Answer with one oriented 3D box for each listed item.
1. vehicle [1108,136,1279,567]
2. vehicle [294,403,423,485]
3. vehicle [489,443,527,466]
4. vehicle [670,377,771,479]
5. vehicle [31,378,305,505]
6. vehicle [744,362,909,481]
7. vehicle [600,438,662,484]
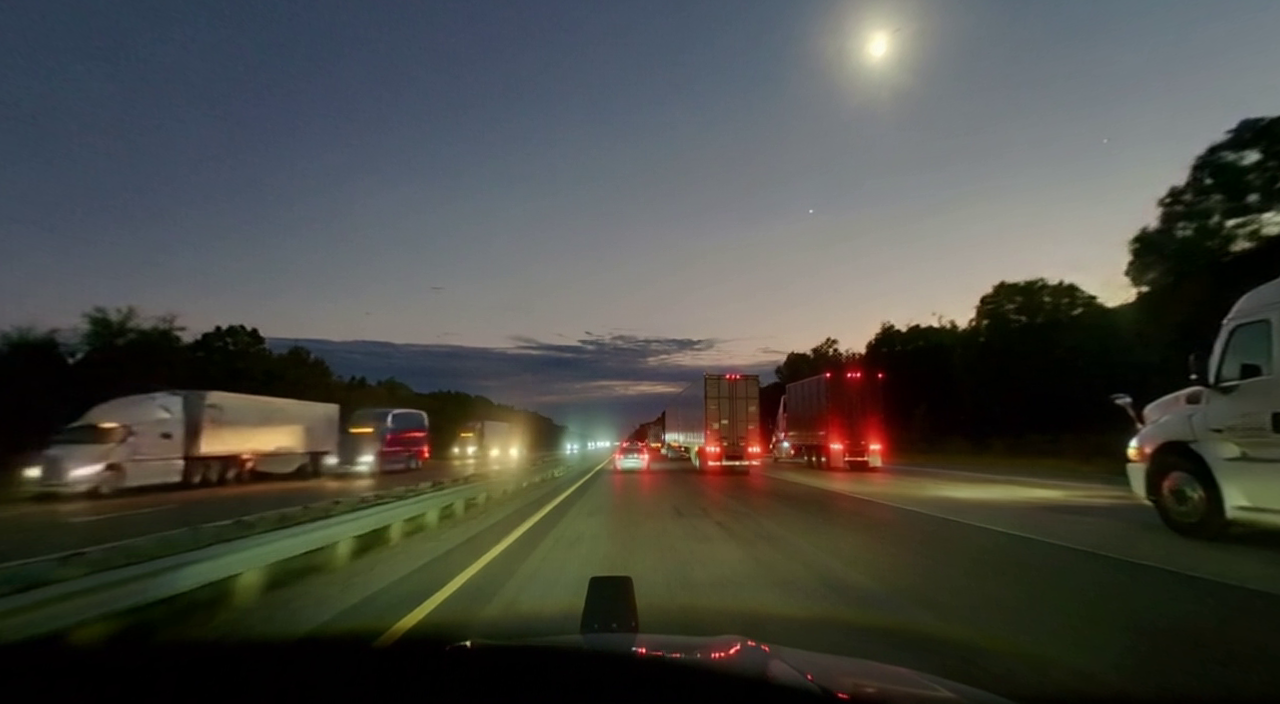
[{"bbox_3d":[7.989,-0.187,5.050,2.979,4.312,6.722,0,-8,-1],"label":"vehicle"},{"bbox_3d":[-12.963,4.310,29.944,2.641,3.353,7.768,0,-8,-1],"label":"vehicle"},{"bbox_3d":[-9.233,7.197,44.471,1.867,1.465,4.420,0,-8,-2],"label":"vehicle"},{"bbox_3d":[3.593,3.996,32.711,2.888,4.099,14.183,0,-8,-2],"label":"vehicle"},{"bbox_3d":[-16.806,3.335,23.898,3.053,3.812,9.596,0,-8,-1],"label":"vehicle"},{"bbox_3d":[7.651,3.313,28.975,2.876,4.111,14.145,0,-8,-2],"label":"vehicle"},{"bbox_3d":[-0.321,3.833,22.639,2.038,1.477,3.773,0,-8,-1],"label":"vehicle"}]
